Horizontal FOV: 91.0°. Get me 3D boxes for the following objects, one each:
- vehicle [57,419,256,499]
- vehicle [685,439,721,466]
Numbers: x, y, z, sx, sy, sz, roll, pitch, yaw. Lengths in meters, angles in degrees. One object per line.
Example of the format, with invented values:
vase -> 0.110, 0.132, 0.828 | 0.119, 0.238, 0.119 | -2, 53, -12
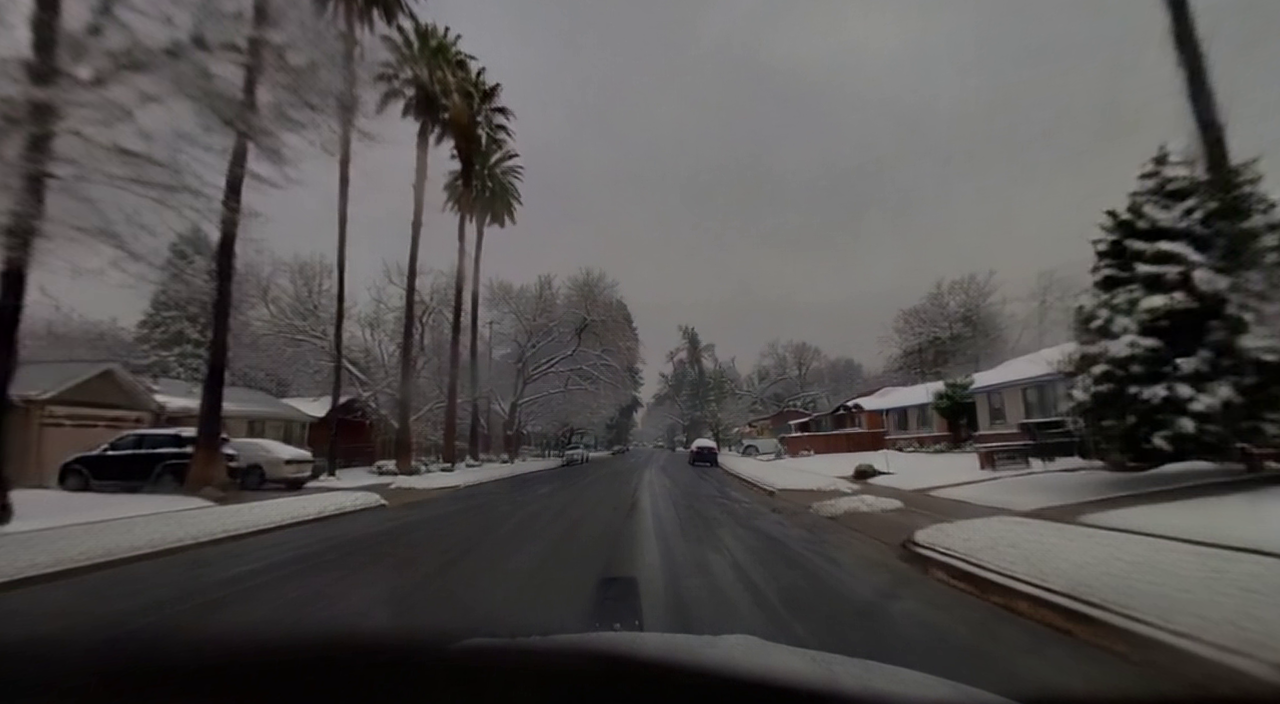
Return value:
vehicle -> -13.846, 3.146, 18.289 | 3.918, 1.719, 1.988 | -2, -21, -3
vehicle -> 4.328, 7.000, 43.871 | 2.176, 1.762, 4.622 | 0, -8, 1
